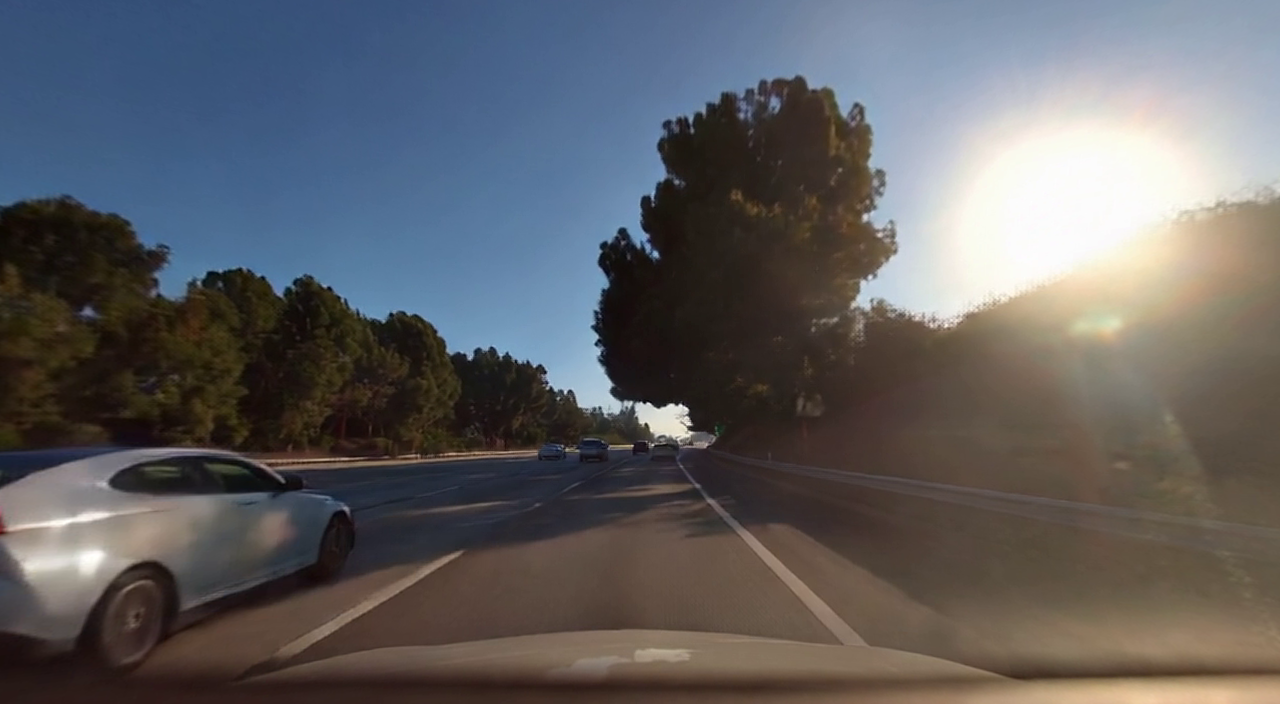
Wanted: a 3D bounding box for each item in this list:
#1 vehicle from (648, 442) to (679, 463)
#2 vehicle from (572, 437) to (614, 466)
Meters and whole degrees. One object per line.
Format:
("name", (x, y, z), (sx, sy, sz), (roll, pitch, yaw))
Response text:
("vehicle", (1.773, 7.325, 46.245), (2.113, 1.464, 4.073), (0, -8, 3))
("vehicle", (-2.879, 6.291, 39.981), (2.071, 1.716, 4.363), (-1, -8, 3))
